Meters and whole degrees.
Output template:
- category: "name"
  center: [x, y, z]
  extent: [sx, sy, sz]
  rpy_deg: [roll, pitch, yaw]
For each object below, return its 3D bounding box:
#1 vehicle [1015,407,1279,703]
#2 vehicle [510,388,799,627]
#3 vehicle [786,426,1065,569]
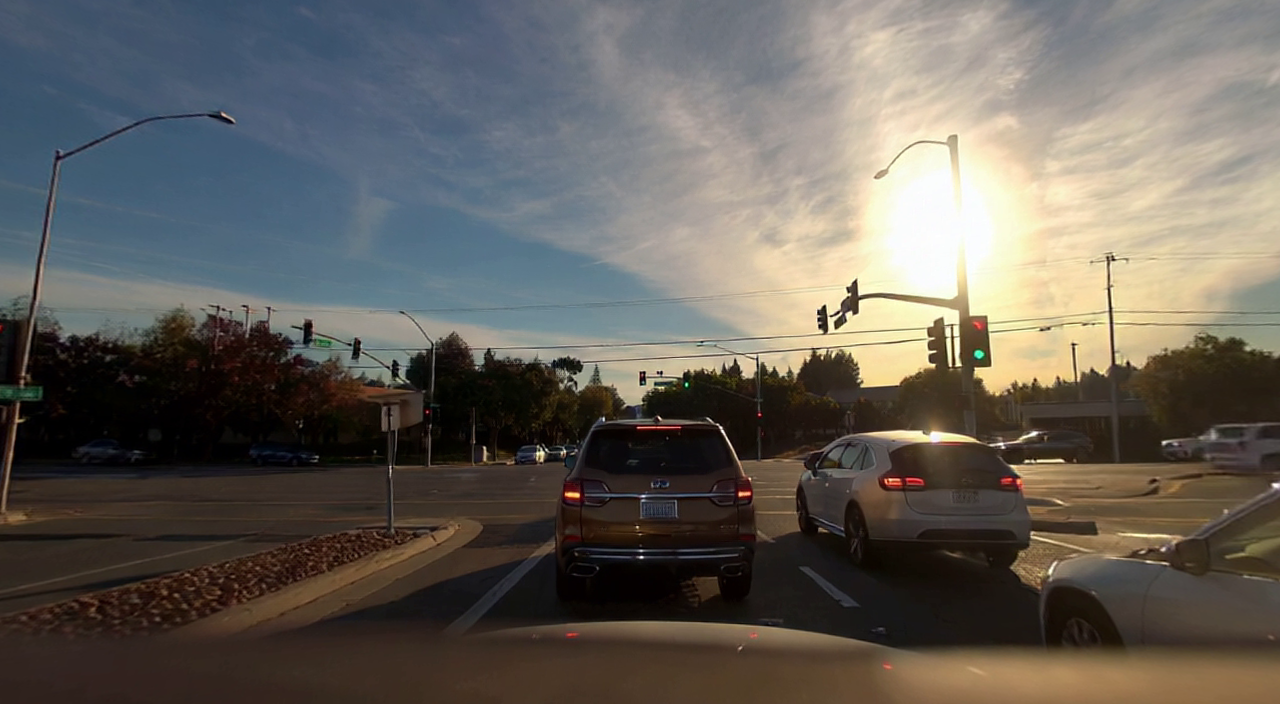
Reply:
- category: "vehicle"
  center: [3.157, 0.820, 1.428]
  extent: [1.924, 1.466, 4.461]
  rpy_deg: [0, -8, 1]
- category: "vehicle"
  center: [0.103, 1.497, 7.070]
  extent: [2.170, 1.793, 4.468]
  rpy_deg: [0, -8, 0]
- category: "vehicle"
  center: [3.526, 1.861, 8.867]
  extent: [1.861, 1.495, 4.215]
  rpy_deg: [0, -8, -1]
